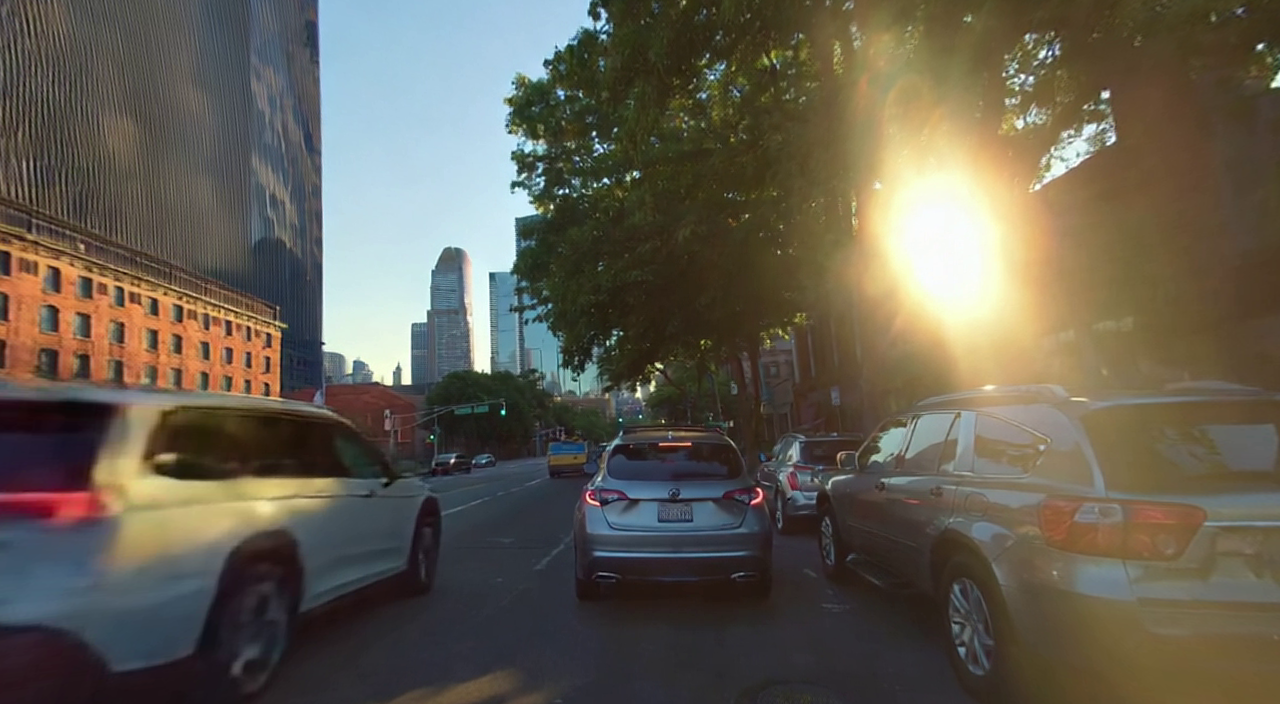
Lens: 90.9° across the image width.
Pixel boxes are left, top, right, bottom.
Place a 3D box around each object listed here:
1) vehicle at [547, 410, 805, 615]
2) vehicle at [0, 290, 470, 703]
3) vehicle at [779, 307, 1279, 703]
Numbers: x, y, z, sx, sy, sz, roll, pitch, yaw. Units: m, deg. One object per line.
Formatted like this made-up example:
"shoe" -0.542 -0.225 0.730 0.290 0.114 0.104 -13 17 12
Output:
"vehicle" 0.229 1.548 6.878 2.045 1.608 3.573 0 -9 -2
"vehicle" -3.203 1.111 4.494 2.375 1.847 5.606 0 -9 0
"vehicle" 2.739 1.090 4.909 2.117 1.855 4.794 0 -9 -1
